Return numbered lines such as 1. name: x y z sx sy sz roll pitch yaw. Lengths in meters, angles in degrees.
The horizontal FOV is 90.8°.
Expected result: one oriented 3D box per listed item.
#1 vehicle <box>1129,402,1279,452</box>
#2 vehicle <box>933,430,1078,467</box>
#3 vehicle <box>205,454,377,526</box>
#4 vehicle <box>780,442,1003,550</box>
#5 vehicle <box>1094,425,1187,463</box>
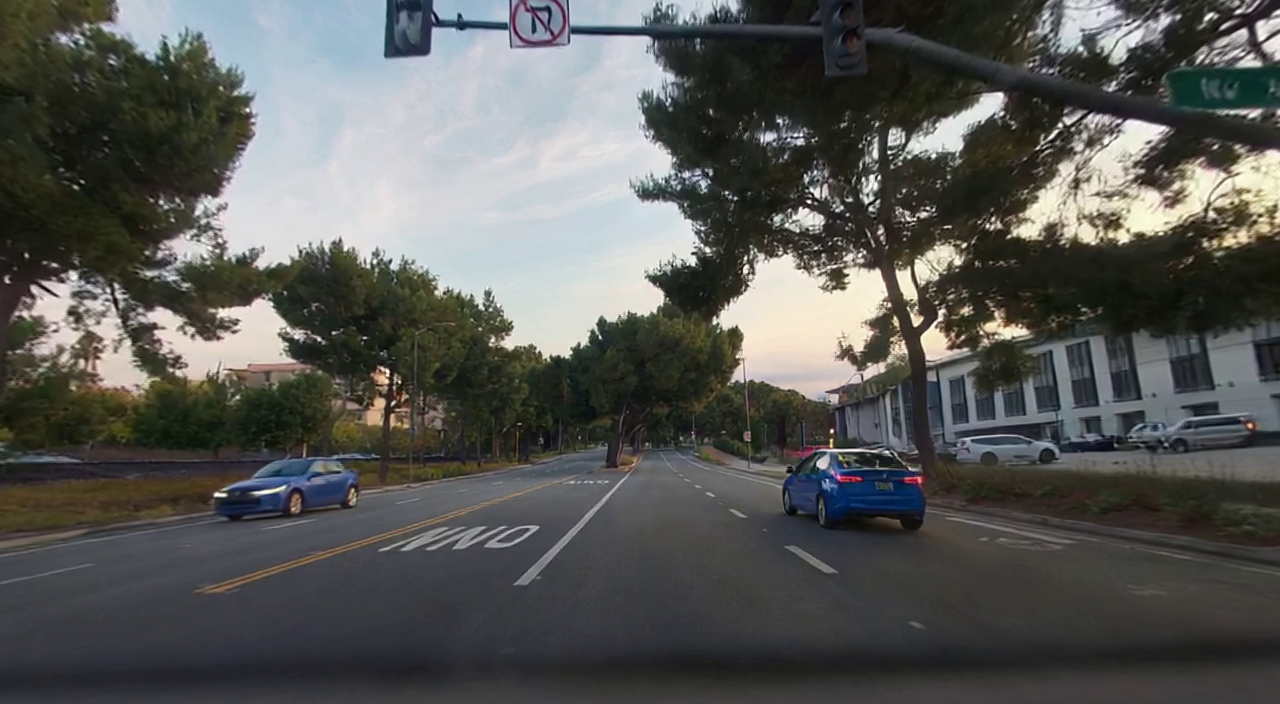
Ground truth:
1. vehicle: 30.257 4.147 34.059 2.279 2.416 6.795 0 -9 0
2. vehicle: 19.393 5.181 33.788 6.156 1.801 2.491 -1 -9 2
3. vehicle: -9.370 3.695 17.594 1.937 1.624 4.913 0 -8 1
4. vehicle: 4.034 2.354 11.139 2.114 1.493 4.430 0 -8 0
5. vehicle: 34.927 6.405 44.309 2.369 2.475 5.128 0 -8 2
